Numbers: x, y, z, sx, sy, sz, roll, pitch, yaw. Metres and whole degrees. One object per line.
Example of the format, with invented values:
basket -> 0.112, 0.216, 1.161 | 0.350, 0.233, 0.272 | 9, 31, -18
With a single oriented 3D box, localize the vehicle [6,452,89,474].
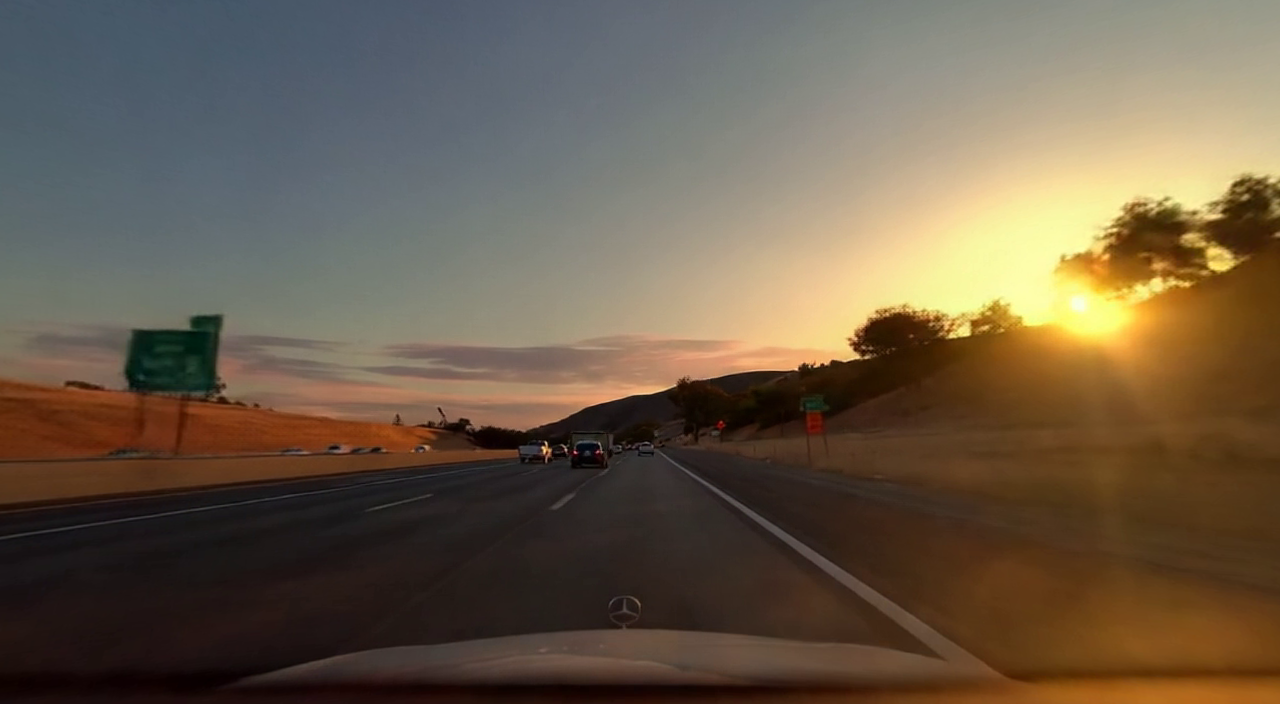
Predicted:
vehicle -> -42.082, 7.867, 44.744 | 1.658, 1.442, 4.395 | 0, -8, -1

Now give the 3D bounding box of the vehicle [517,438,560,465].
vehicle -> -6.926, 6.824, 43.212 | 2.078, 1.729, 4.722 | 0, -8, 1

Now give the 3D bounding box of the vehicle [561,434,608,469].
vehicle -> -2.981, 5.420, 34.402 | 2.194, 1.766, 3.720 | 0, -8, 0
